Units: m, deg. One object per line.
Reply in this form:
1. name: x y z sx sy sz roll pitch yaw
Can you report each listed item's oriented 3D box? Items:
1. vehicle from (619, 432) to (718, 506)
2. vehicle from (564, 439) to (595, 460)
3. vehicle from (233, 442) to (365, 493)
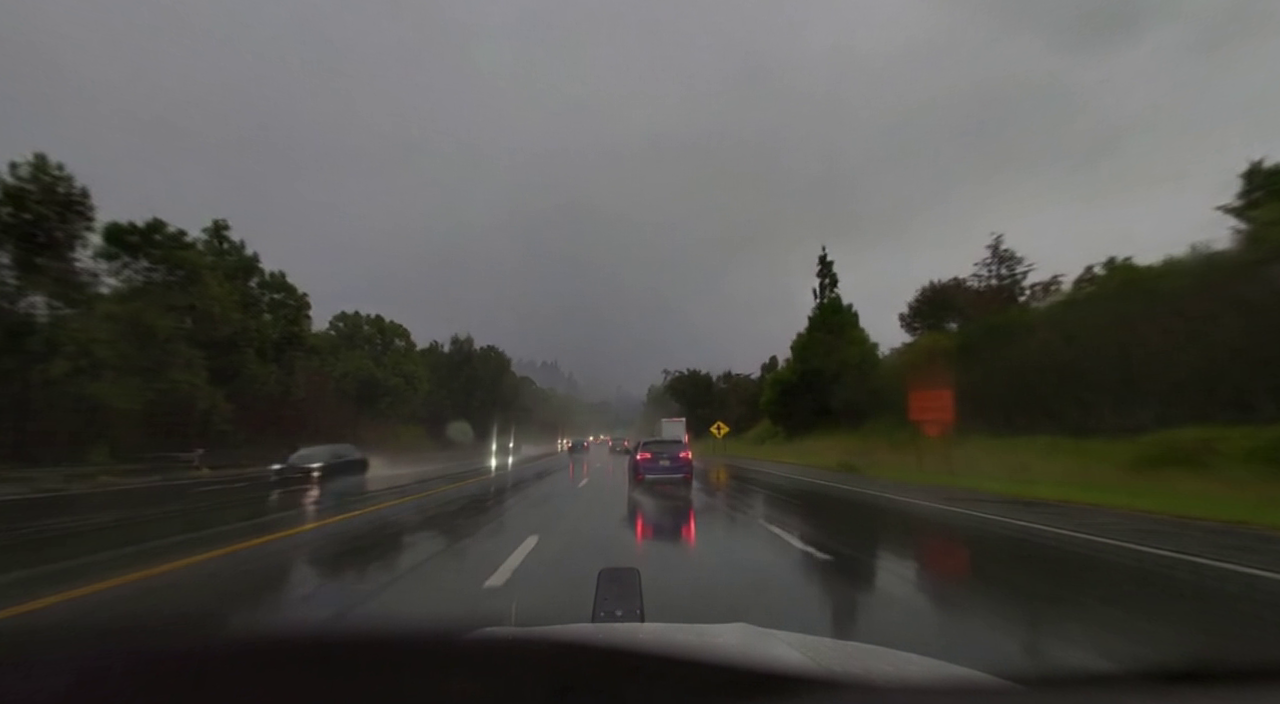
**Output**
1. vehicle: 0.502 2.708 15.306 1.961 1.495 4.743 0 -8 -3
2. vehicle: -4.523 7.397 47.996 2.055 1.466 4.317 0 -8 -2
3. vehicle: -11.412 3.849 21.536 2.060 1.505 4.442 0 -8 -1
